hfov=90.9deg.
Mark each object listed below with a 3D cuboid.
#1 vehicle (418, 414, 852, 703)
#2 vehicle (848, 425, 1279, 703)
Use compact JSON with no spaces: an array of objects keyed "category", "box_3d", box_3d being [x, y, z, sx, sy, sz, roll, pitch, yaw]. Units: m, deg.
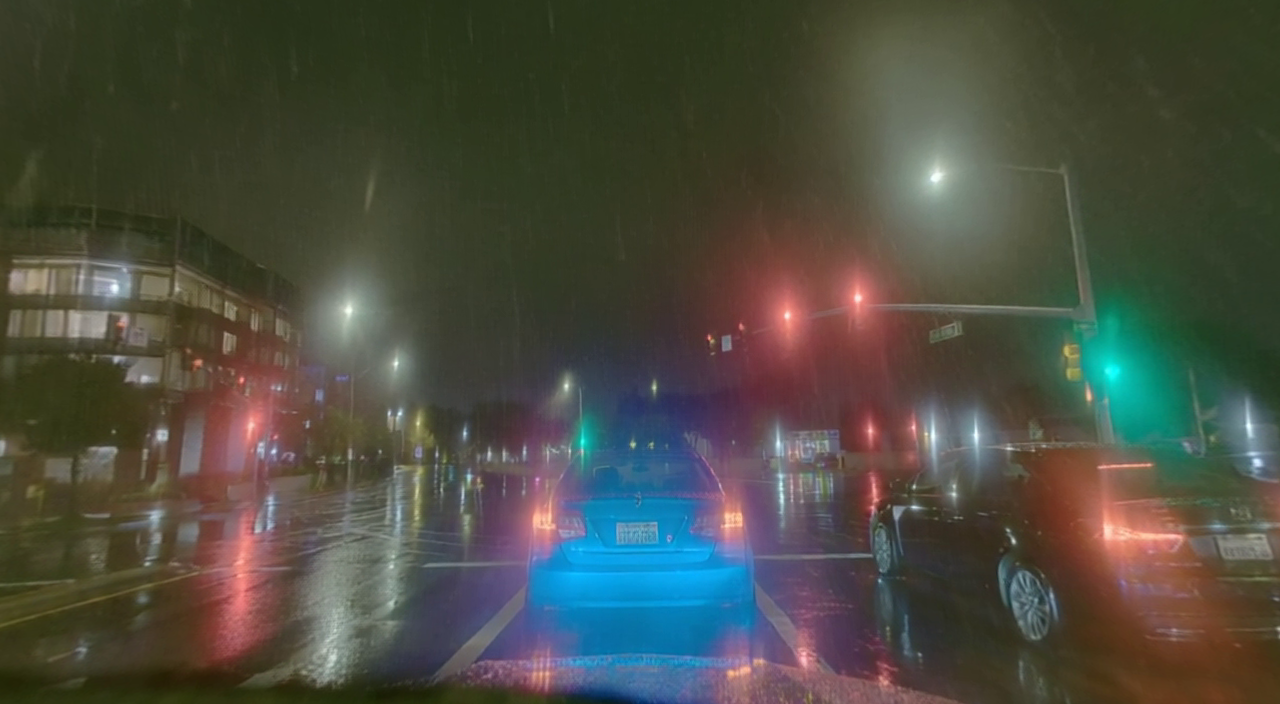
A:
[{"category":"vehicle","box_3d":[-0.054,1.349,5.149,2.094,1.481,4.078,0,-8,-1]},{"category":"vehicle","box_3d":[3.354,1.375,5.081,1.860,1.430,4.089,0,-8,-1]}]
